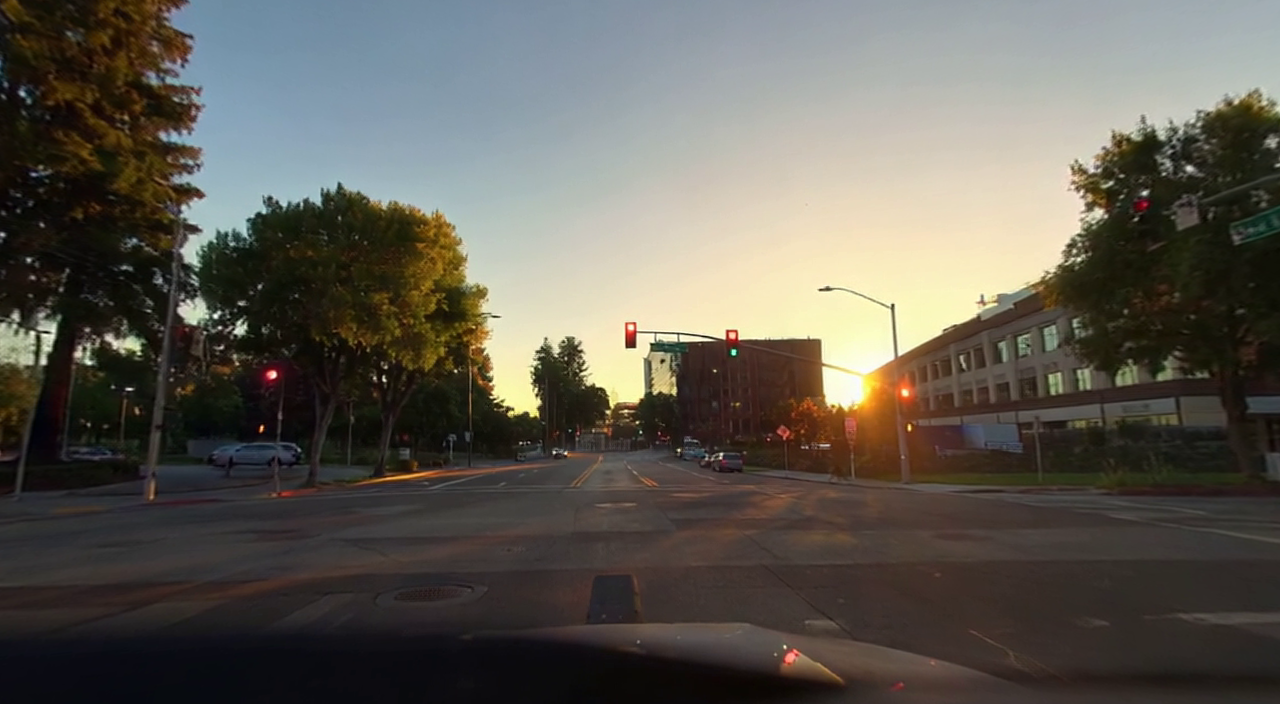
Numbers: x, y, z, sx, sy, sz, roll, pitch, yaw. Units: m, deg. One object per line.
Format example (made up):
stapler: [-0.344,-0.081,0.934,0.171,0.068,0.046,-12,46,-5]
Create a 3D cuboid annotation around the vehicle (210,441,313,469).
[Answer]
vehicle: [-22.227,6.049,37.277,4.765,1.593,1.891,1,-9,-7]
